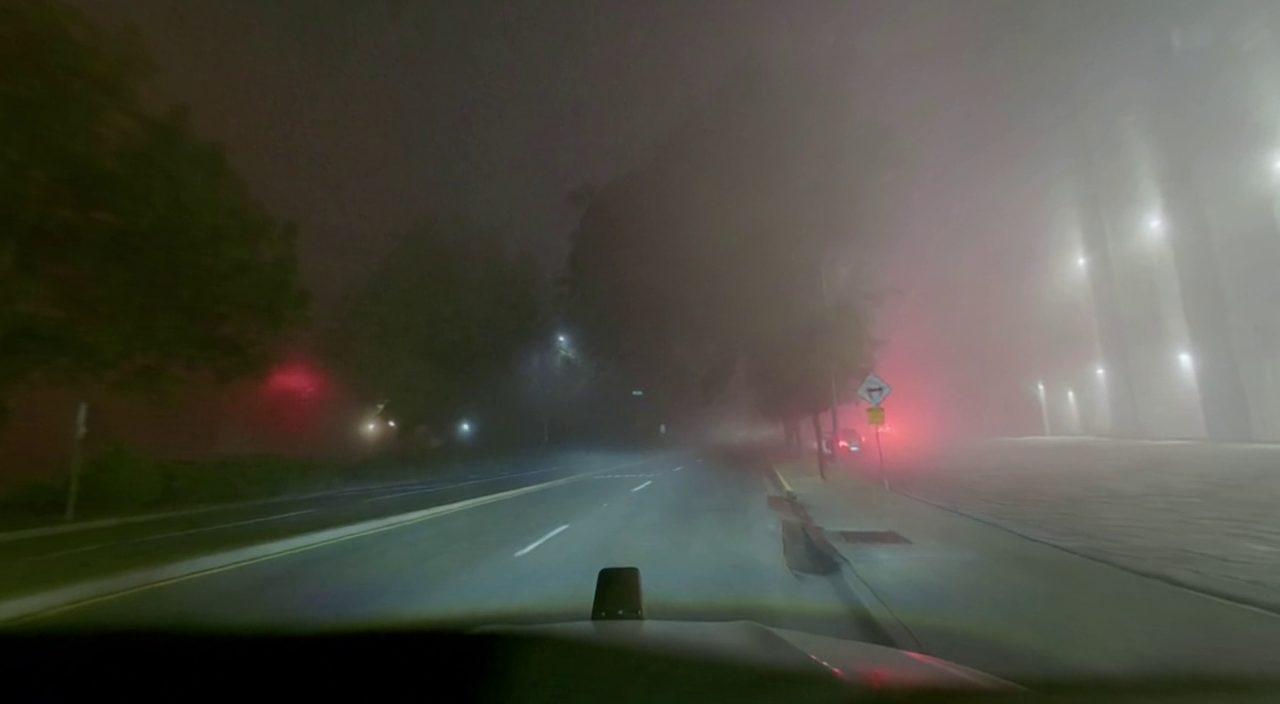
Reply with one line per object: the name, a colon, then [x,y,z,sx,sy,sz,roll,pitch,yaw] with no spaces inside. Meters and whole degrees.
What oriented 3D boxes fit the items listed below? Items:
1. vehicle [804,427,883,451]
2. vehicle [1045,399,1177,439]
vehicle: [12.146,5.195,37.777,4.218,1.385,1.830,3,-8,-21]
vehicle: [22.620,3.289,30.461,4.871,1.757,2.014,-7,-10,40]
